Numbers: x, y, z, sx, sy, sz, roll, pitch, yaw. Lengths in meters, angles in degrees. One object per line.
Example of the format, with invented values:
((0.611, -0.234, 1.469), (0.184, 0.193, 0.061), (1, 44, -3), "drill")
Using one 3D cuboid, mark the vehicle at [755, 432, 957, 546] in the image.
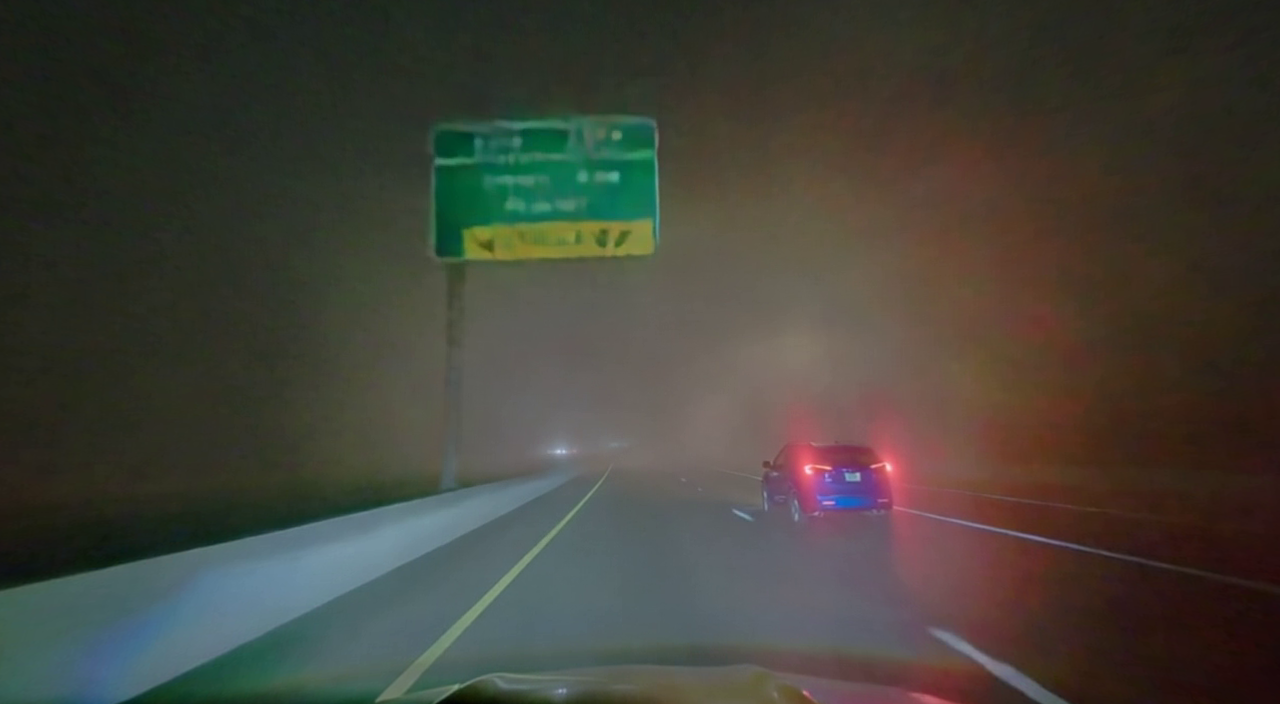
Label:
((3.495, 2.297, 11.170), (2.002, 1.604, 4.265), (0, -9, -1), "vehicle")
